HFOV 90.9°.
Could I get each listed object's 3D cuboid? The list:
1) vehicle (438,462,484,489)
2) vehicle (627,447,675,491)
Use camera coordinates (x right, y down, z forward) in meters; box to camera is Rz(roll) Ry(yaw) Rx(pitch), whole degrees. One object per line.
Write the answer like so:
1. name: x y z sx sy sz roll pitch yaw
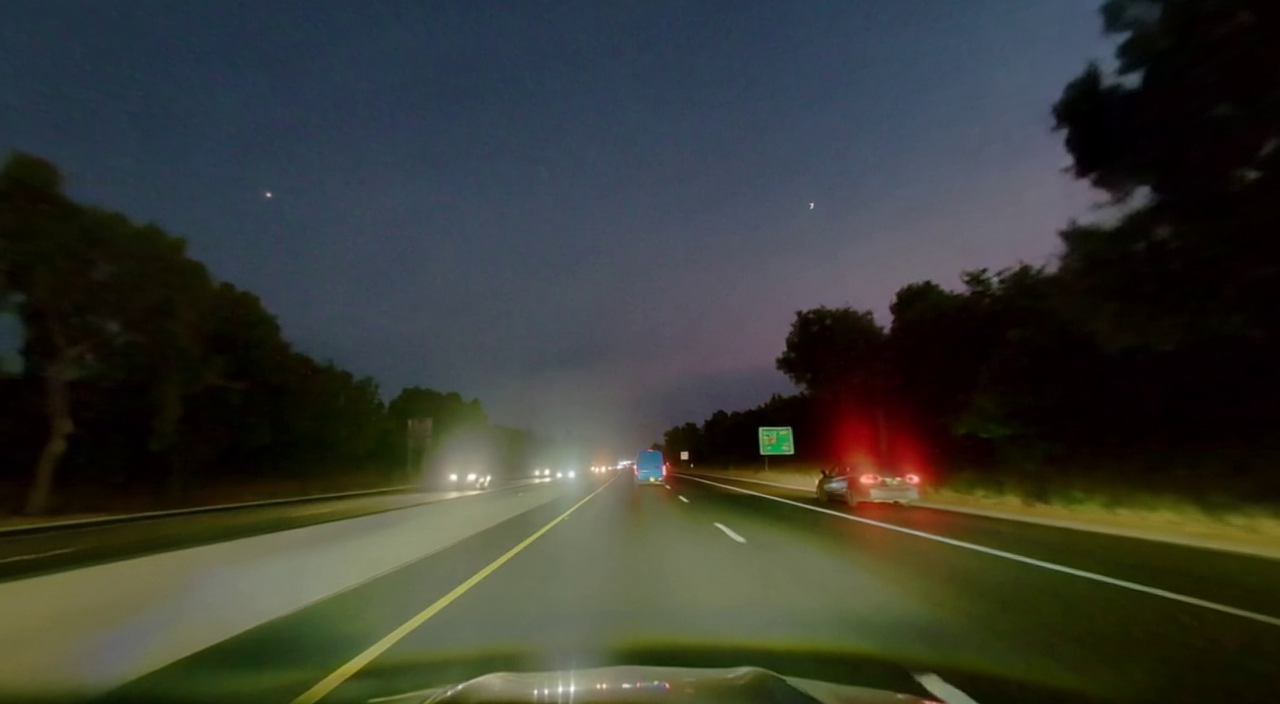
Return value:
1. vehicle: -12.950 8.966 45.780 2.101 1.841 4.167 1 -11 -1
2. vehicle: 0.522 6.381 34.393 2.429 2.167 4.558 1 -11 -2
